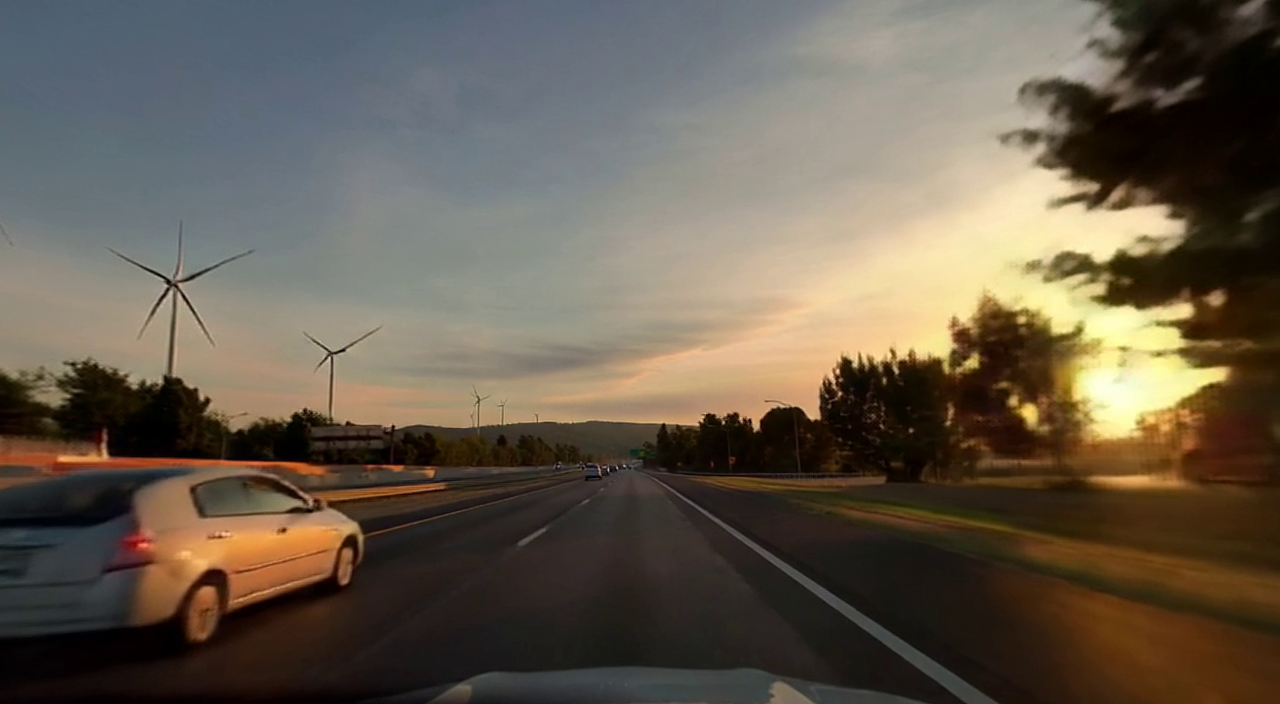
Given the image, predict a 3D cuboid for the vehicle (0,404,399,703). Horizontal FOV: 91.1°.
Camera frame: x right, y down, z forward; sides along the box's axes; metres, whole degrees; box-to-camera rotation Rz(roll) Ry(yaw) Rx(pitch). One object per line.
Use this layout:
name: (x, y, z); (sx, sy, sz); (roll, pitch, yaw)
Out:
vehicle: (-3.408, 1.255, 4.101); (2.001, 1.486, 4.104); (1, -10, 0)
